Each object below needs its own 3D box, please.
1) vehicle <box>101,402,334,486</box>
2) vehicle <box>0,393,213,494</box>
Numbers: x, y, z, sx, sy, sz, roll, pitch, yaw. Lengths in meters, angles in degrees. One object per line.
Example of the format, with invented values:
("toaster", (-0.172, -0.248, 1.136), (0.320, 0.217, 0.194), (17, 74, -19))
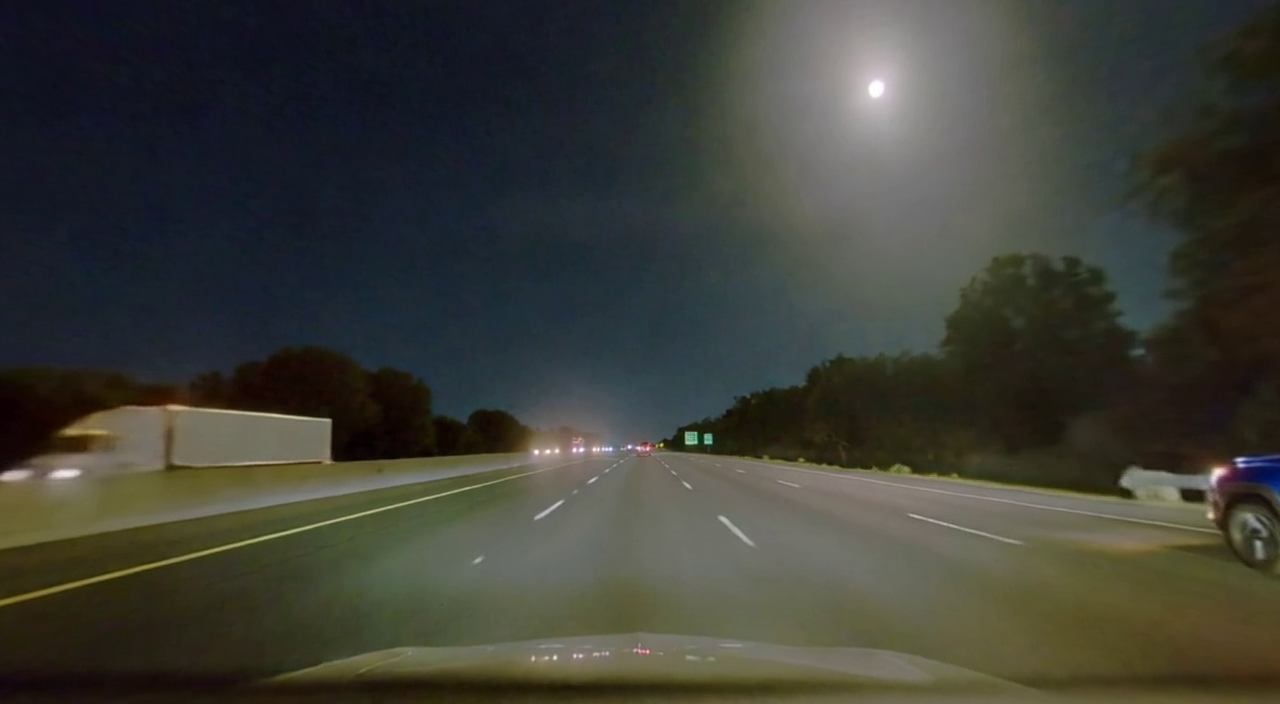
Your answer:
("vehicle", (-24.980, 5.799, 39.558), (2.942, 4.171, 16.450), (0, -9, 1))
("vehicle", (-25.223, 4.359, 29.907), (3.014, 4.004, 9.270), (0, -9, 2))
